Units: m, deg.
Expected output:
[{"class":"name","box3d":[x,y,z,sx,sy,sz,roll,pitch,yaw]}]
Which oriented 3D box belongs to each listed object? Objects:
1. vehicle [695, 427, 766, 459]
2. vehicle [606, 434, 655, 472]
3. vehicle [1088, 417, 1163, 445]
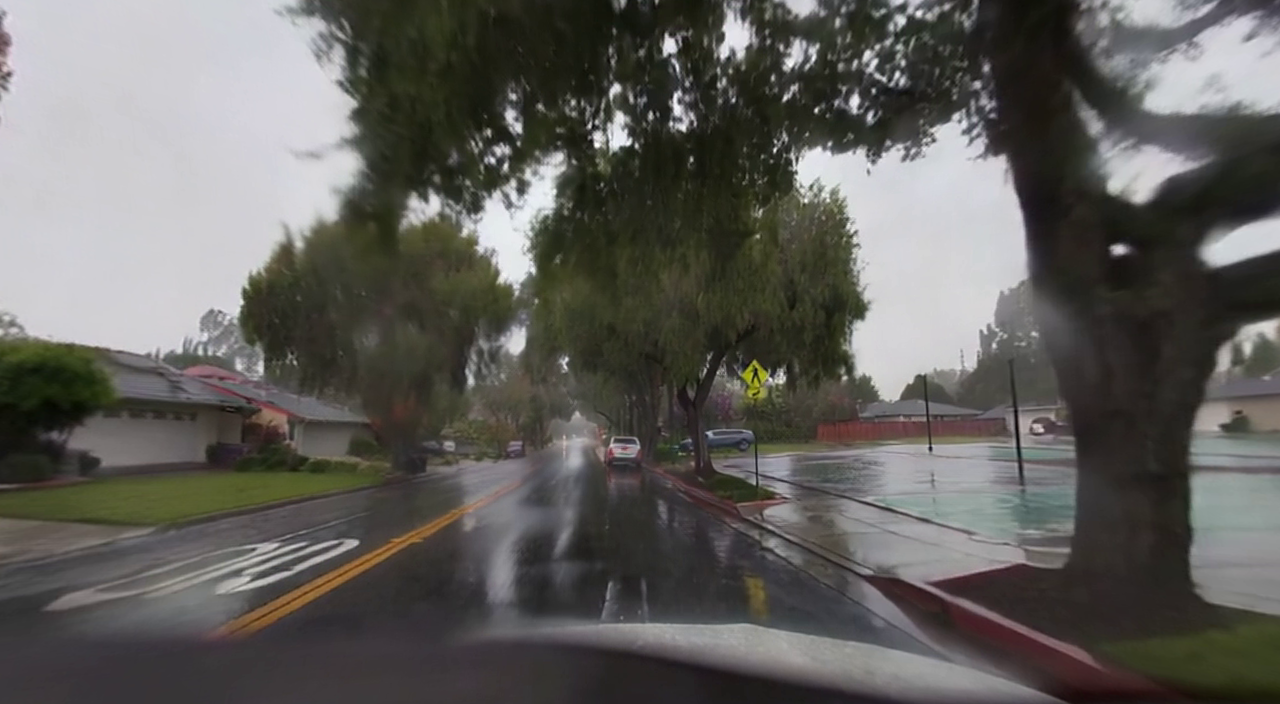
[{"class":"vehicle","box3d":[5.996,5.970,41.680,4.390,1.696,1.954,1,-7,-35]},{"class":"vehicle","box3d":[-0.570,5.120,32.285,2.204,1.776,4.262,1,-8,-5]},{"class":"vehicle","box3d":[30.545,4.988,39.716,4.481,1.634,1.973,4,-10,-29]}]
